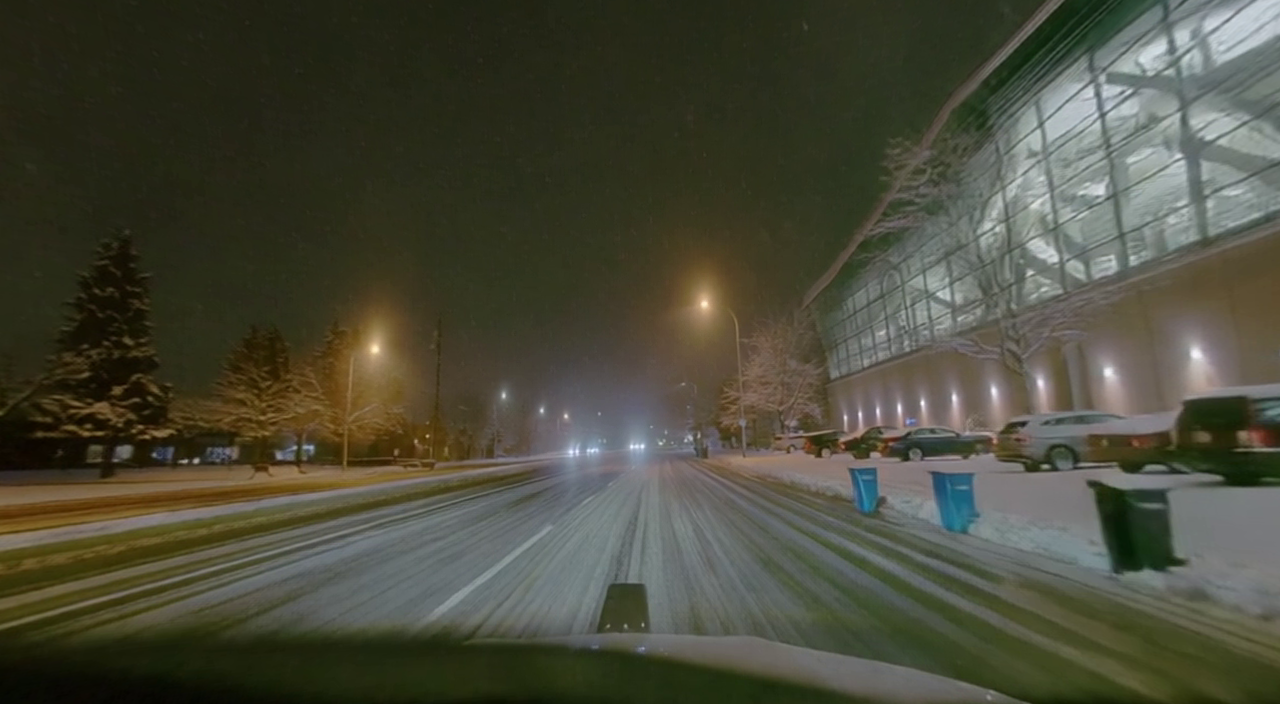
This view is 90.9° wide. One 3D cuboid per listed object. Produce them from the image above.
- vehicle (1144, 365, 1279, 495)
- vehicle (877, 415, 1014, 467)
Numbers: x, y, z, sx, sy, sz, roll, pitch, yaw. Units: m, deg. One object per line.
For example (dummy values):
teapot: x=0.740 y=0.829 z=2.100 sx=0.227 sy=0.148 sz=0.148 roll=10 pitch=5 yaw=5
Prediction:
vehicle: x=12.248 y=1.055 z=10.732 sx=5.136 sy=1.945 sz=2.153 roll=-8 pitch=-9 yaw=3
vehicle: x=12.414 y=3.672 z=25.861 sx=4.478 sy=1.578 sz=1.944 roll=-6 pitch=-9 yaw=2
